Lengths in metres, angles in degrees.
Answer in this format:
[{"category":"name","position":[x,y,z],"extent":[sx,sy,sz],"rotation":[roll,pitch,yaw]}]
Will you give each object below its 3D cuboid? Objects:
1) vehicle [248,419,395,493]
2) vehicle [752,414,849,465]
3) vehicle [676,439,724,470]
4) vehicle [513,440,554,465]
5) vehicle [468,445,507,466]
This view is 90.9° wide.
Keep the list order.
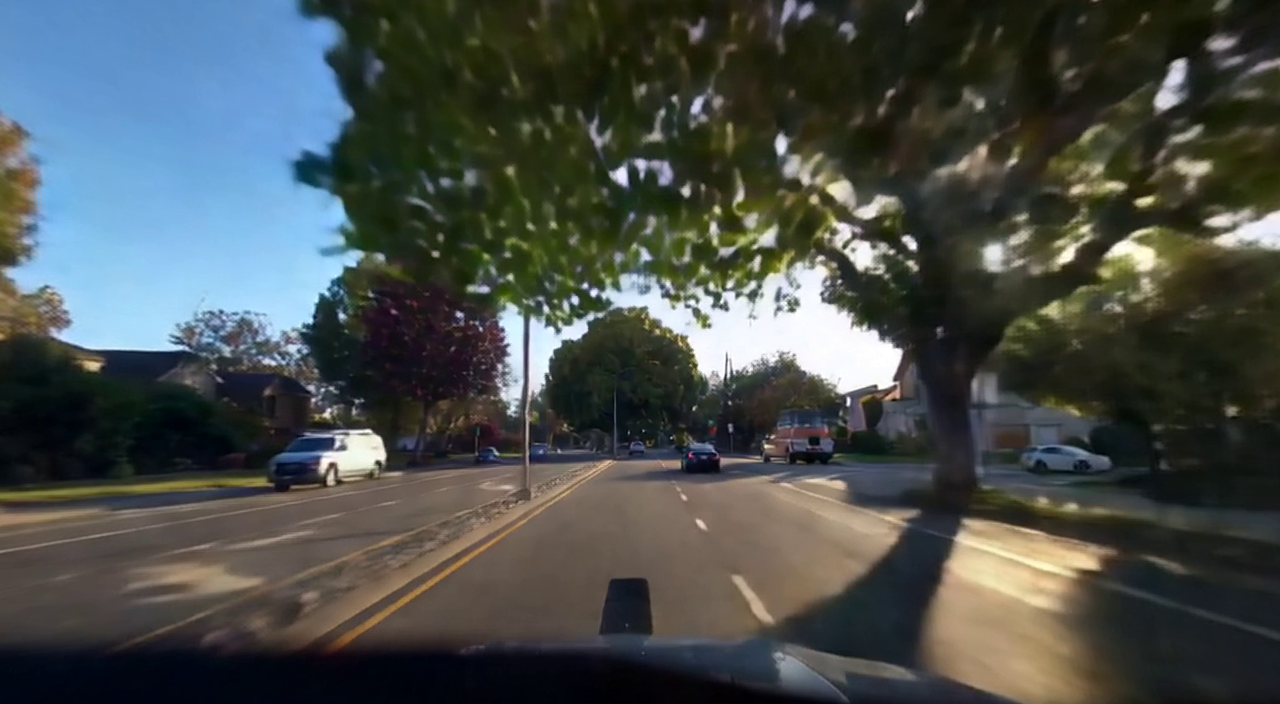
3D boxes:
[{"category":"vehicle","position":[-11.871,3.945,24.247],"extent":[2.347,2.428,6.149],"rotation":[0,-8,1]},{"category":"vehicle","position":[9.466,5.331,38.153],"extent":[2.331,2.747,6.993],"rotation":[2,-9,-16]},{"category":"vehicle","position":[2.965,5.179,32.091],"extent":[1.960,1.479,4.086],"rotation":[0,-8,-1]},{"category":"vehicle","position":[-7.918,7.504,47.313],"extent":[2.178,1.761,4.724],"rotation":[0,-8,0]},{"category":"vehicle","position":[-11.833,8.035,49.228],"extent":[1.963,1.524,4.498],"rotation":[0,-8,0]}]
